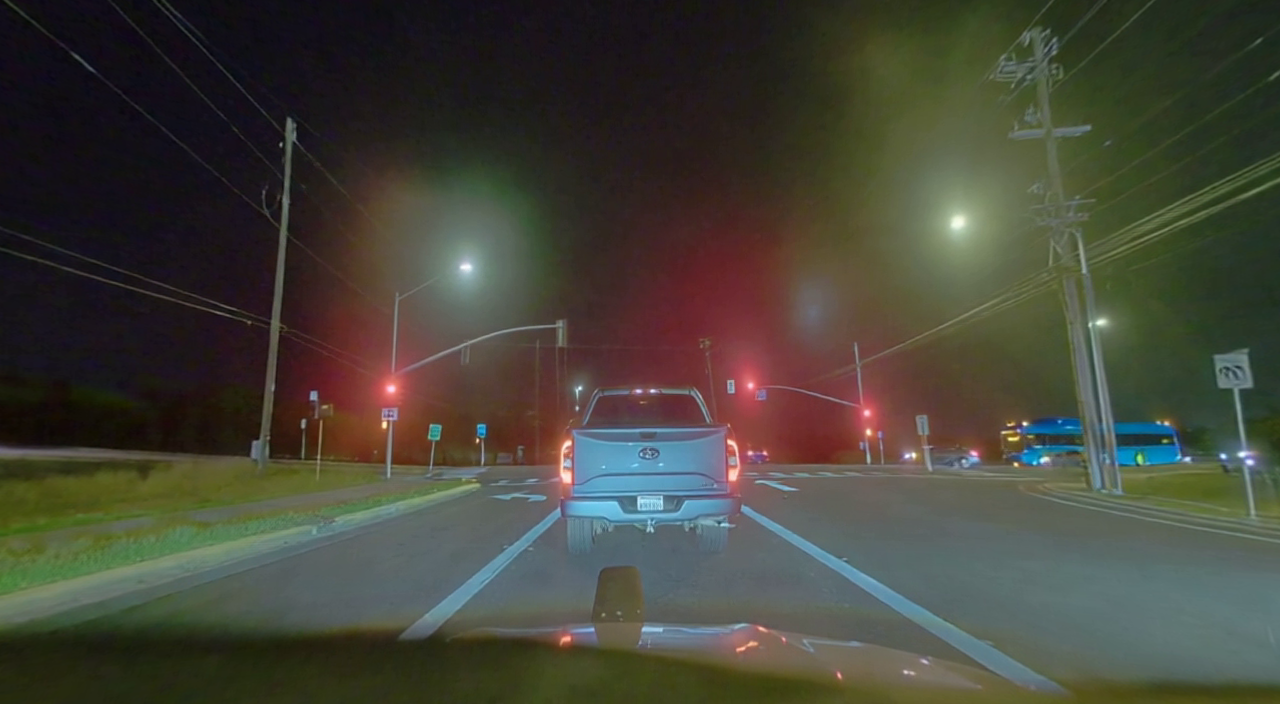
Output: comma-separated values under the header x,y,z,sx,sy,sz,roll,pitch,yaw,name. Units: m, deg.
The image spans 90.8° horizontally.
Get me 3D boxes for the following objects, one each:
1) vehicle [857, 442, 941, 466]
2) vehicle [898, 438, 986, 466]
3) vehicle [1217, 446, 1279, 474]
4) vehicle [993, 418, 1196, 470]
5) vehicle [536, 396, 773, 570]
x,y,z,sx,sy,sz,roll,pitch,yaw,name
16.814,6.637,41.209,4.578,1.490,1.935,-1,-8,3,vehicle
21.657,7.209,45.463,5.235,1.878,2.107,0,-8,-1,vehicle
41.370,7.018,41.260,5.426,1.728,1.999,0,-8,-2,vehicle
29.400,5.987,41.250,10.726,3.128,3.003,-1,-8,1,vehicle
0.118,1.900,10.077,2.707,1.964,5.485,0,-8,-1,vehicle
